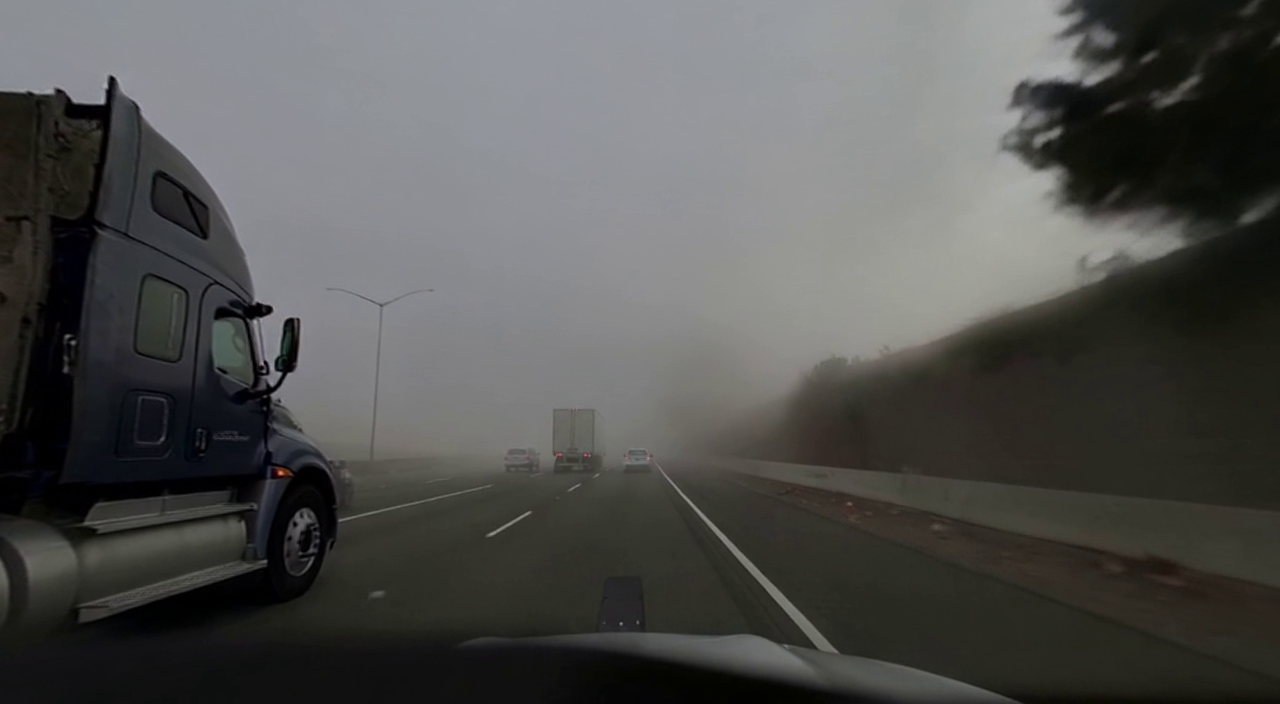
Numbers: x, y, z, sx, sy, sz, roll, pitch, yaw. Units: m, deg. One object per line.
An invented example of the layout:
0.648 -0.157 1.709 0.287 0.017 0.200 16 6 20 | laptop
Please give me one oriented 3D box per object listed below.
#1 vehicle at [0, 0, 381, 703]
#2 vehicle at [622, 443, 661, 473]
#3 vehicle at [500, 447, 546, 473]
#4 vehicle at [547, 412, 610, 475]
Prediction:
-3.695 -0.080 0.300 3.025 3.266 9.256 -1 -9 1 | vehicle
0.100 6.221 37.286 2.178 1.640 4.071 -1 -9 1 | vehicle
-7.195 6.671 39.090 1.962 1.489 4.002 -1 -9 1 | vehicle
-3.555 5.666 38.811 2.956 3.331 9.575 0 -9 0 | vehicle
